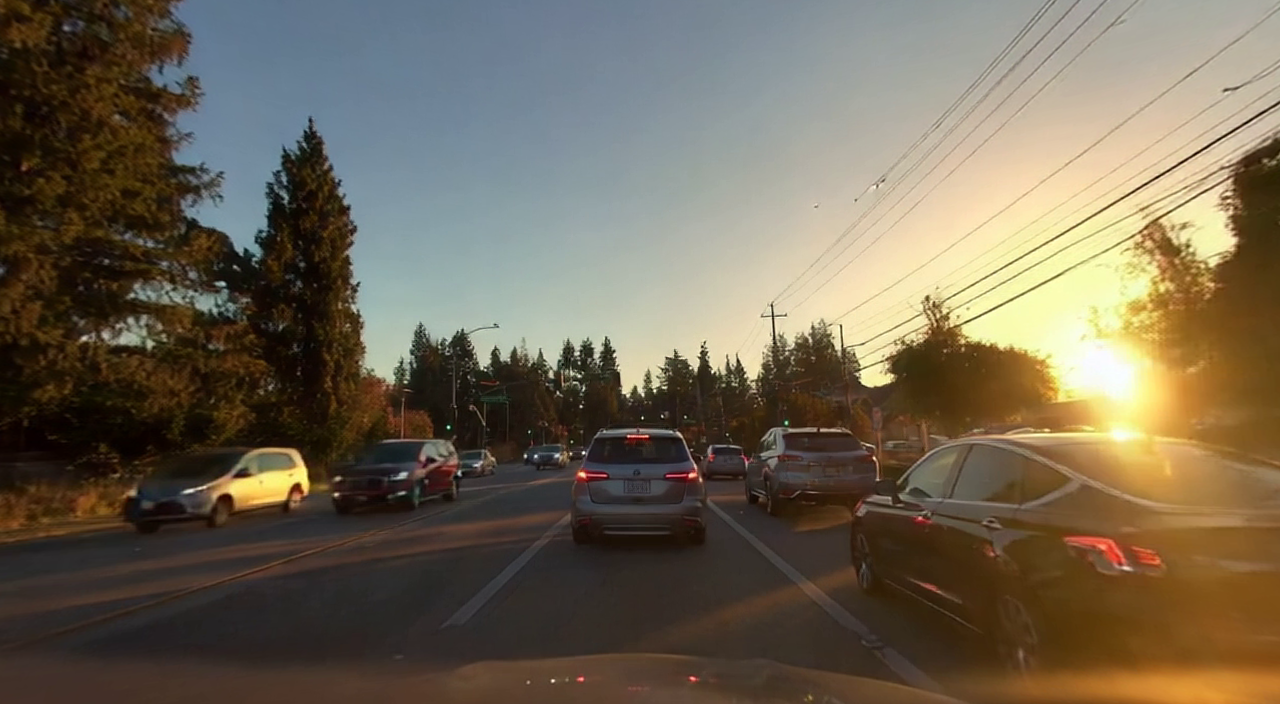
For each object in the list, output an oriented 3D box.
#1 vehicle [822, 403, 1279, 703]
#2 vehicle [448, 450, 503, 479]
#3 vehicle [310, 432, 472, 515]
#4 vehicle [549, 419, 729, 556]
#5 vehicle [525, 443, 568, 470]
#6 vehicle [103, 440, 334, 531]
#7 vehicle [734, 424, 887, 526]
[{"bbox_3d":[2.873,1.235,4.378,1.950,1.487,4.275,0,-8,0],"label":"vehicle"},{"bbox_3d":[-9.188,6.322,35.611,1.854,1.459,4.288,-1,-8,2],"label":"vehicle"},{"bbox_3d":[-6.342,3.141,16.877,2.328,1.861,4.891,0,-8,0],"label":"vehicle"},{"bbox_3d":[0.005,1.968,9.864,2.200,1.653,4.127,0,-8,1],"label":"vehicle"},{"bbox_3d":[-6.377,7.161,43.426,2.218,1.722,4.397,-1,-8,1],"label":"vehicle"},{"bbox_3d":[-9.944,3.128,15.552,2.230,1.831,4.941,0,-8,1],"label":"vehicle"},{"bbox_3d":[3.176,2.371,12.707,1.914,1.698,4.049,0,-8,0],"label":"vehicle"}]
